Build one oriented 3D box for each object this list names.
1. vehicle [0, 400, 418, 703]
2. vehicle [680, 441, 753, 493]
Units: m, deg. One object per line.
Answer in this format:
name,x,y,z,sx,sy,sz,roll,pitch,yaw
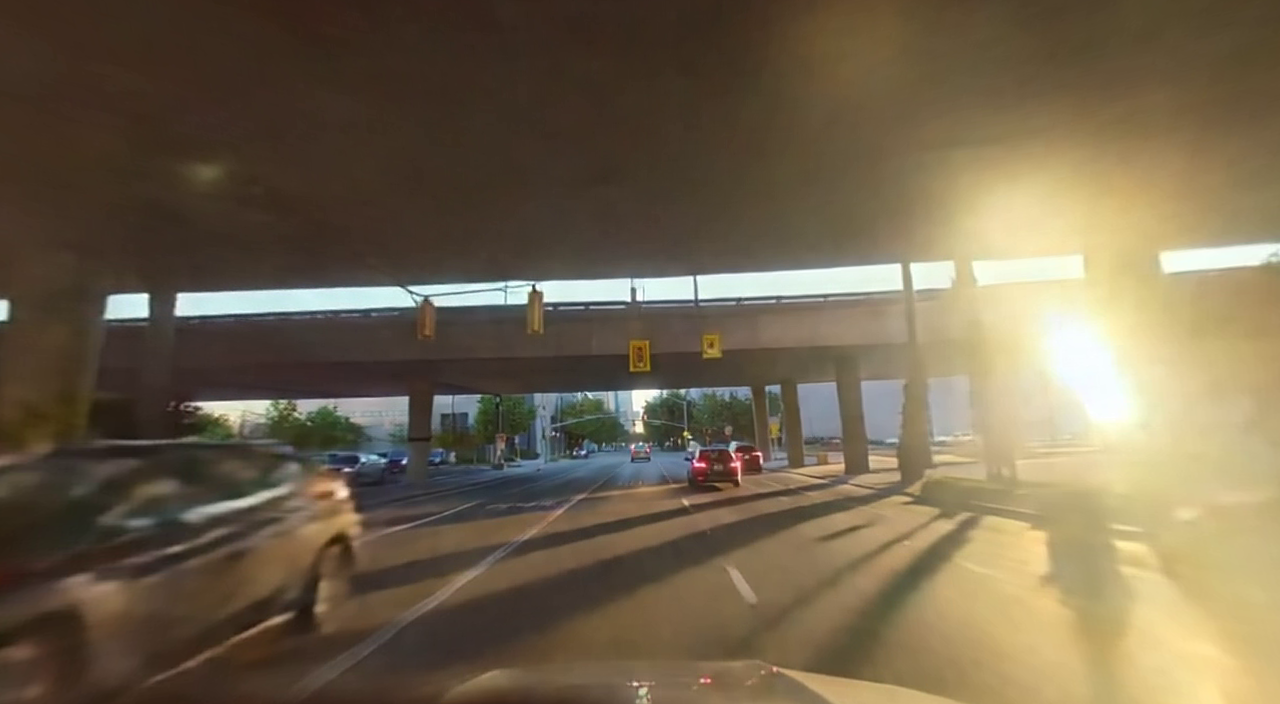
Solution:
vehicle,-3.153,1.272,3.851,2.076,1.653,4.152,0,-9,0
vehicle,2.473,3.837,21.389,1.947,1.576,3.825,0,-9,0
